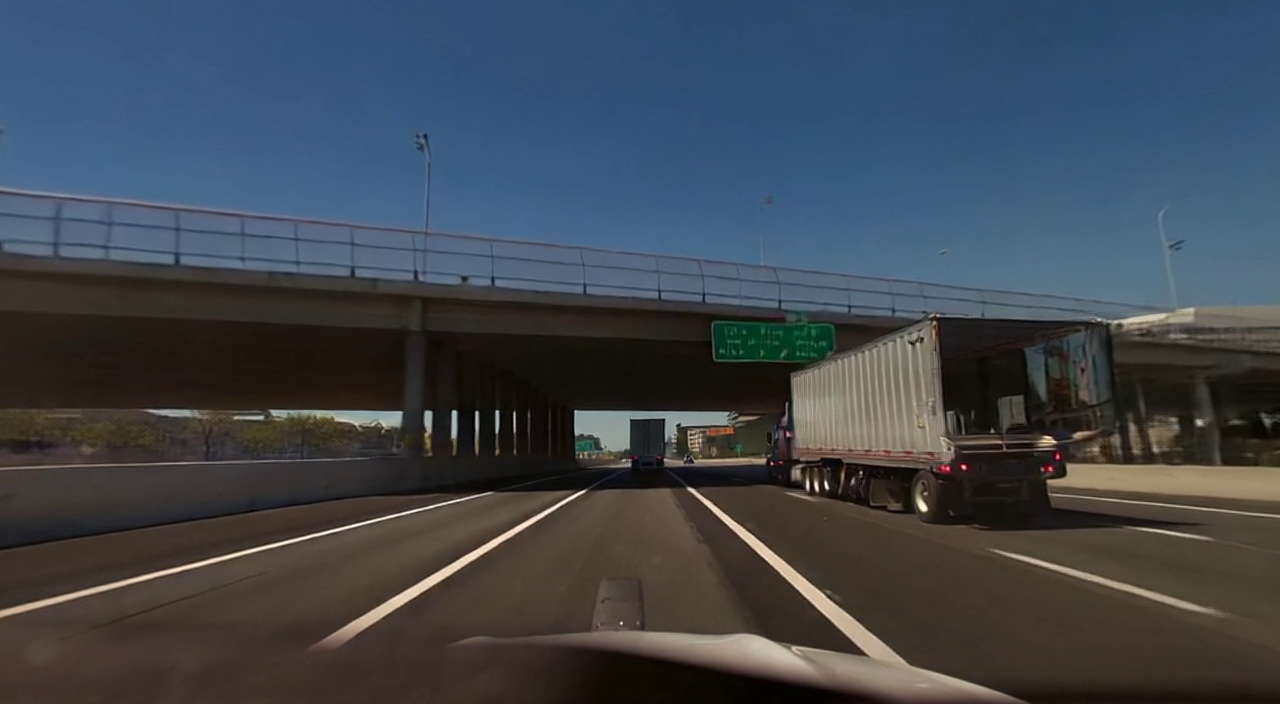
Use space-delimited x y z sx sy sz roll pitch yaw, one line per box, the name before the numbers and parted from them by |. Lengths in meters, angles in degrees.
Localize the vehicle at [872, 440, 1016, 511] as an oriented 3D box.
vehicle | 7.337 2.999 15.663 1.687 1.503 3.688 -1 -9 0
